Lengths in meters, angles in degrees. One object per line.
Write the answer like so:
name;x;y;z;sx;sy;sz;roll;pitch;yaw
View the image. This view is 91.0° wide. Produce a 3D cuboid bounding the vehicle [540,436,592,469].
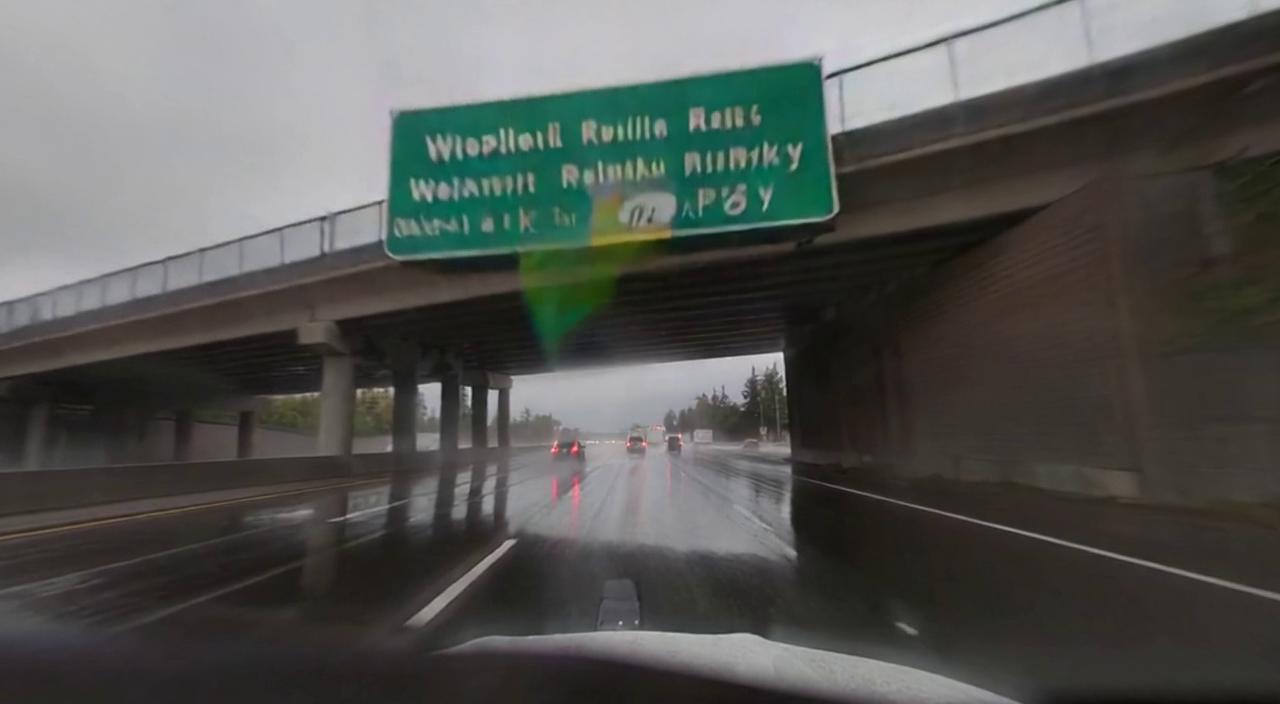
vehicle;-3.571;4.949;31.275;2.066;1.500;4.415;0;-8;0
